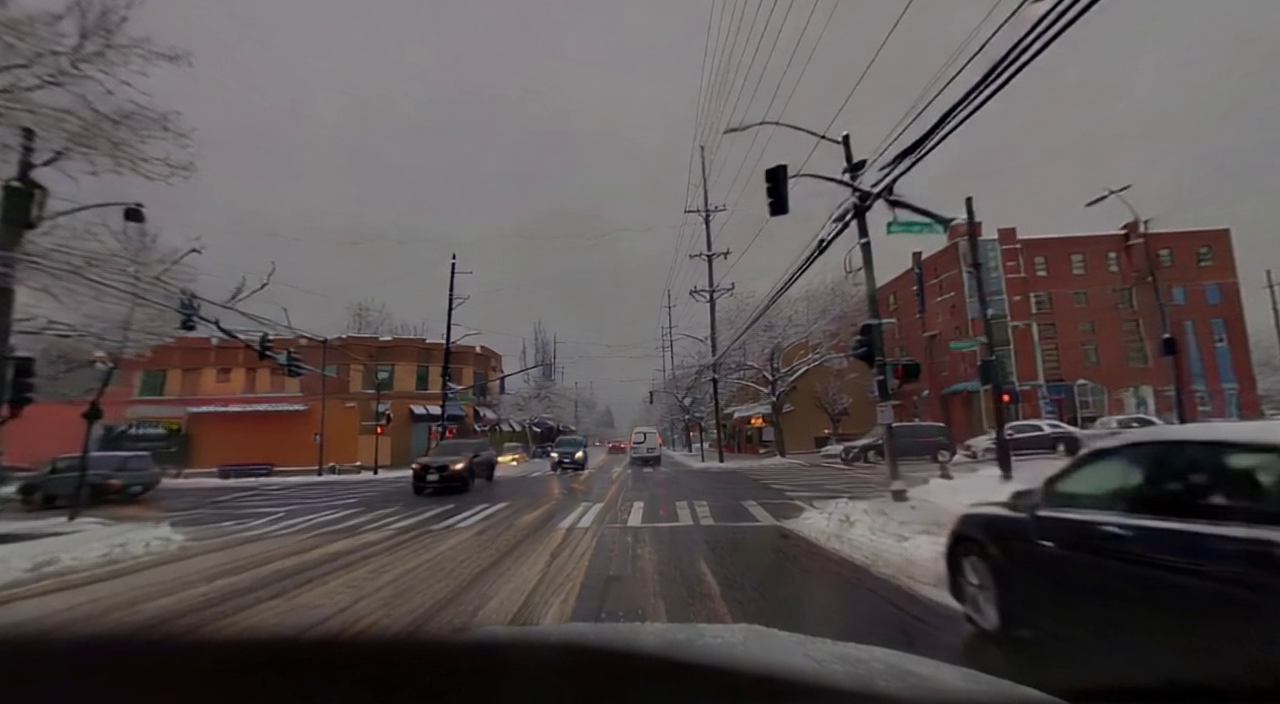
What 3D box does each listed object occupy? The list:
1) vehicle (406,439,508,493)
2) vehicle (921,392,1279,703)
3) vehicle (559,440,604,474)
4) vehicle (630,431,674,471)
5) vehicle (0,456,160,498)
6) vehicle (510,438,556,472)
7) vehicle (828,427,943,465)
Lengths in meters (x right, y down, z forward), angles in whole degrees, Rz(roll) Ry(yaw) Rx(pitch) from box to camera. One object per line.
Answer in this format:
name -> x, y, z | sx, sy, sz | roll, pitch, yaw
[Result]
vehicle -> -5.875, 3.696, 20.936 | 2.089, 1.578, 4.571 | 0, -8, -1
vehicle -> 3.482, 1.114, 3.588 | 1.901, 1.581, 3.907 | 0, -8, -1
vehicle -> -2.956, 5.376, 32.688 | 2.026, 1.616, 4.109 | 0, -8, -2
vehicle -> 0.554, 5.036, 32.242 | 2.127, 1.893, 4.194 | 0, -8, 0
vehicle -> -21.020, 4.660, 23.673 | 4.477, 1.439, 1.966 | 0, -8, 1
vehicle -> -6.657, 6.466, 39.932 | 2.090, 1.975, 4.657 | 0, -8, 0
vehicle -> 12.326, 4.774, 32.029 | 4.966, 1.826, 2.209 | -1, -9, 7
